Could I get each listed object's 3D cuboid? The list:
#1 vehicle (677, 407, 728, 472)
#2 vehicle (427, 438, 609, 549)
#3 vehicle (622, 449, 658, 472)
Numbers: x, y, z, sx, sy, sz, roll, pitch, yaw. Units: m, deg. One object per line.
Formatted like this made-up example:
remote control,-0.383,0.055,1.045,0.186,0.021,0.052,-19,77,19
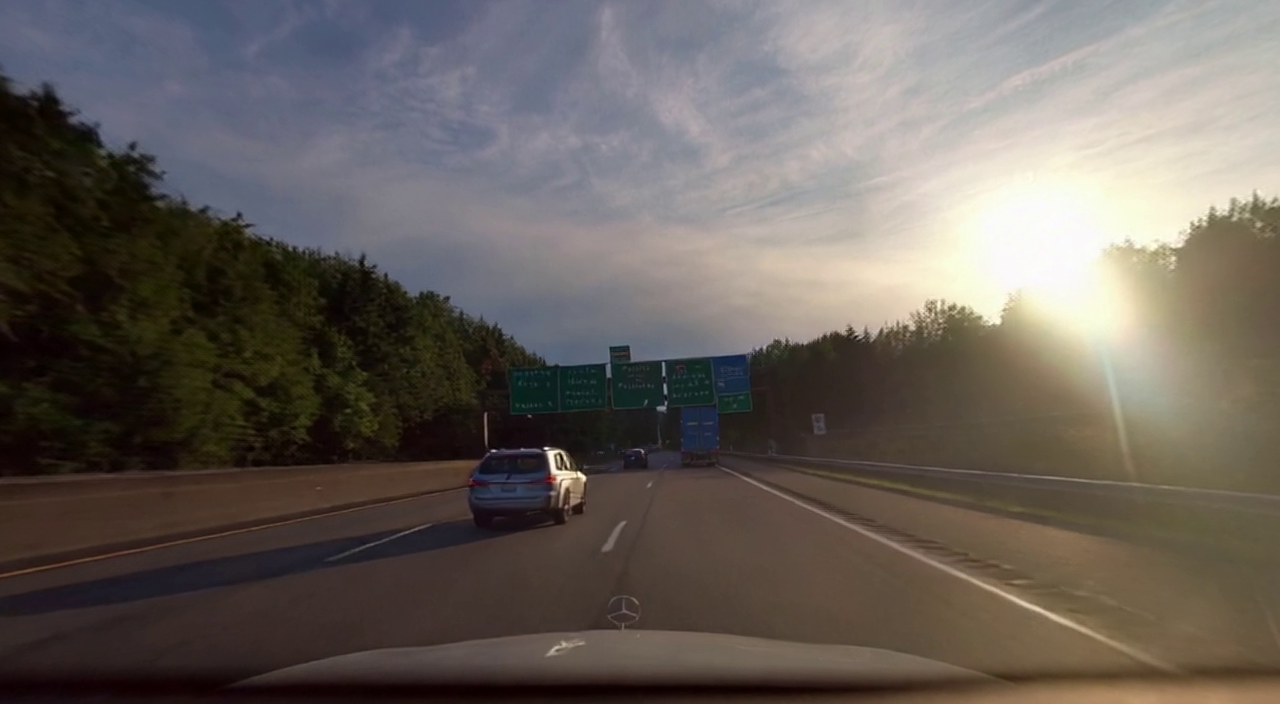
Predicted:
vehicle,4.278,6.582,46.279,2.960,4.018,13.834,-1,-9,3
vehicle,-1.834,2.350,11.174,2.039,1.532,4.610,-1,-9,4
vehicle,0.049,7.255,42.139,2.045,1.430,3.951,-1,-9,4
